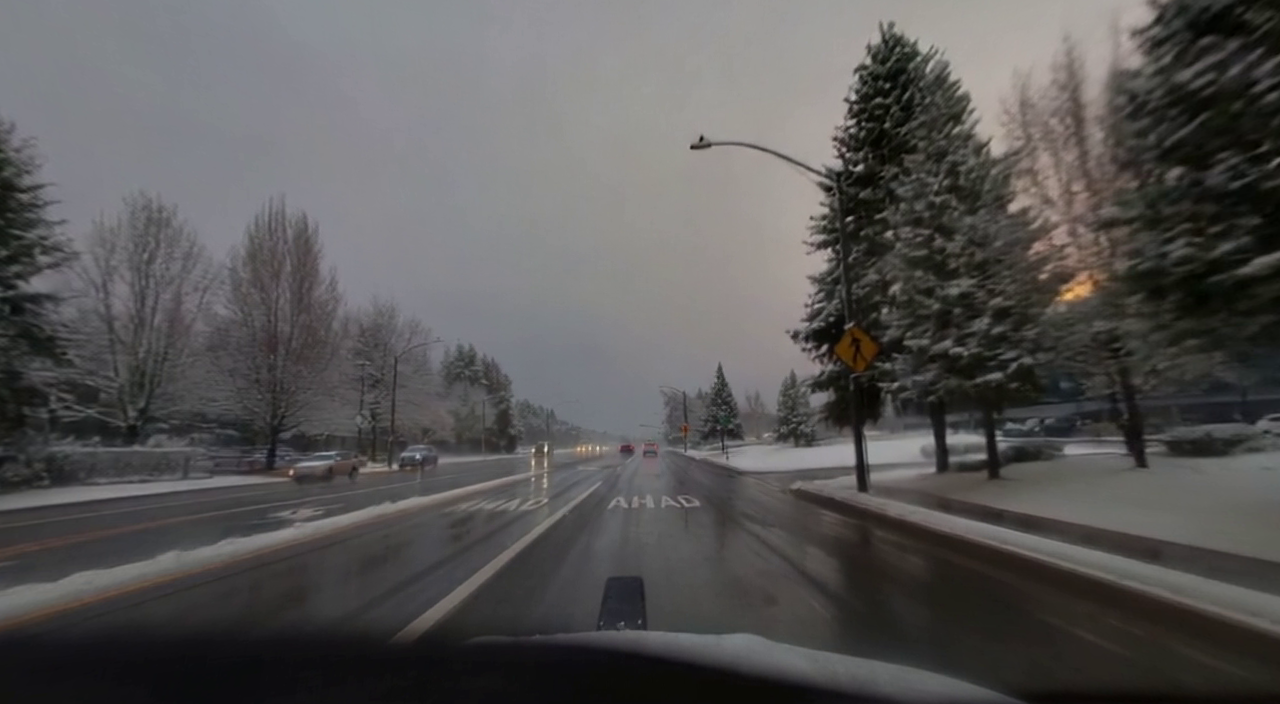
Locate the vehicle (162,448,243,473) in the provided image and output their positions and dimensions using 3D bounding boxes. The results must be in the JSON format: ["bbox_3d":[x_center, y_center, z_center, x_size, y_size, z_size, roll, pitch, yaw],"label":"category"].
[{"bbox_3d":[-27.968,6.933,40.225,3.759,1.462,1.873,1,-9,-3],"label":"vehicle"}]

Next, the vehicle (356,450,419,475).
[{"bbox_3d":[-17.035,7.447,42.685,1.955,1.486,5.112,0,-8,2],"label":"vehicle"}]

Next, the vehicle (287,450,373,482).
[{"bbox_3d":[-16.986,6.231,34.719,2.014,1.515,5.027,0,-8,2],"label":"vehicle"}]

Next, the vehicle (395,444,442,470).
[{"bbox_3d":[-16.915,8.035,48.199,1.998,1.724,4.486,-3,-9,1],"label":"vehicle"}]

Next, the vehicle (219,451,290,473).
[{"bbox_3d":[-27.598,7.854,45.026,3.779,1.472,1.854,1,-8,-1],"label":"vehicle"}]

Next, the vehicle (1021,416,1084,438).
[{"bbox_3d":[30.164,5.581,46.111,1.829,1.496,4.642,-1,-8,5],"label":"vehicle"}]
